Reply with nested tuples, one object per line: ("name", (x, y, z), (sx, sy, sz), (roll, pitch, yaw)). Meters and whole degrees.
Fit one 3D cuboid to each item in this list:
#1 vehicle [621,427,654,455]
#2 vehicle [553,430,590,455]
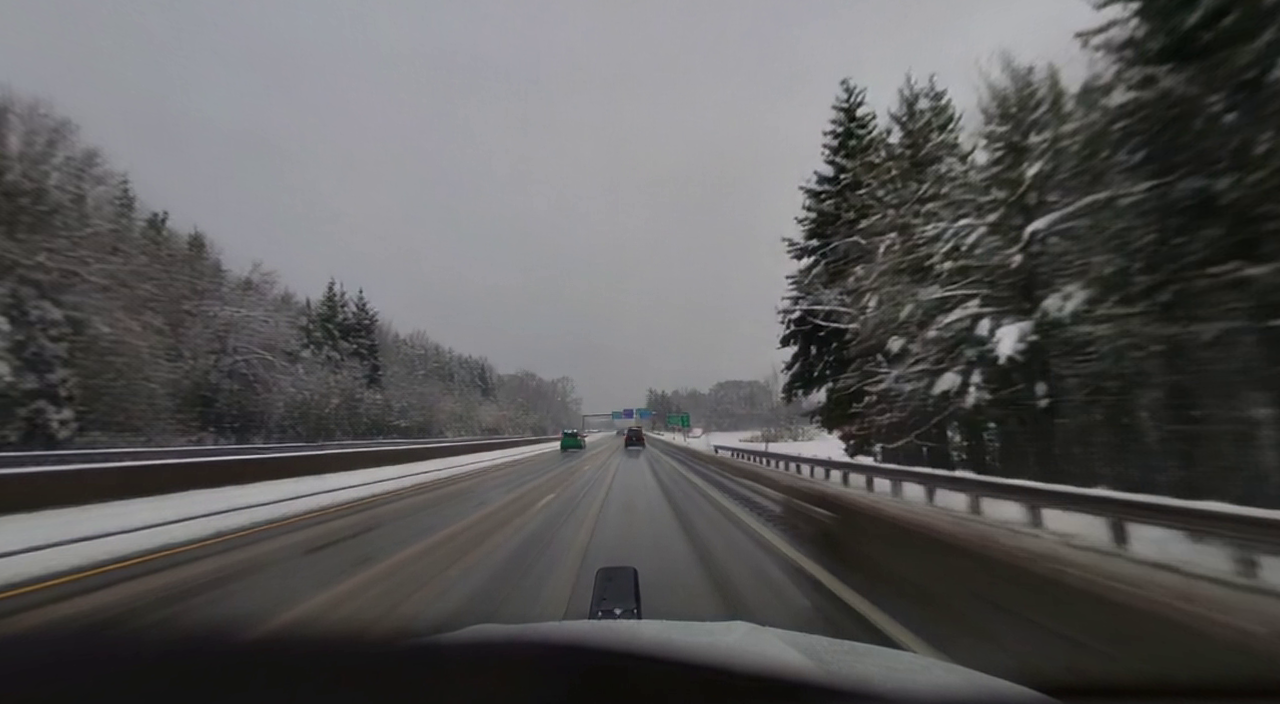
("vehicle", (-0.210, 6.052, 42.905), (2.170, 1.790, 4.490), (0, -8, -1))
("vehicle", (-4.542, 6.082, 42.475), (2.055, 1.610, 4.116), (0, -8, 0))
